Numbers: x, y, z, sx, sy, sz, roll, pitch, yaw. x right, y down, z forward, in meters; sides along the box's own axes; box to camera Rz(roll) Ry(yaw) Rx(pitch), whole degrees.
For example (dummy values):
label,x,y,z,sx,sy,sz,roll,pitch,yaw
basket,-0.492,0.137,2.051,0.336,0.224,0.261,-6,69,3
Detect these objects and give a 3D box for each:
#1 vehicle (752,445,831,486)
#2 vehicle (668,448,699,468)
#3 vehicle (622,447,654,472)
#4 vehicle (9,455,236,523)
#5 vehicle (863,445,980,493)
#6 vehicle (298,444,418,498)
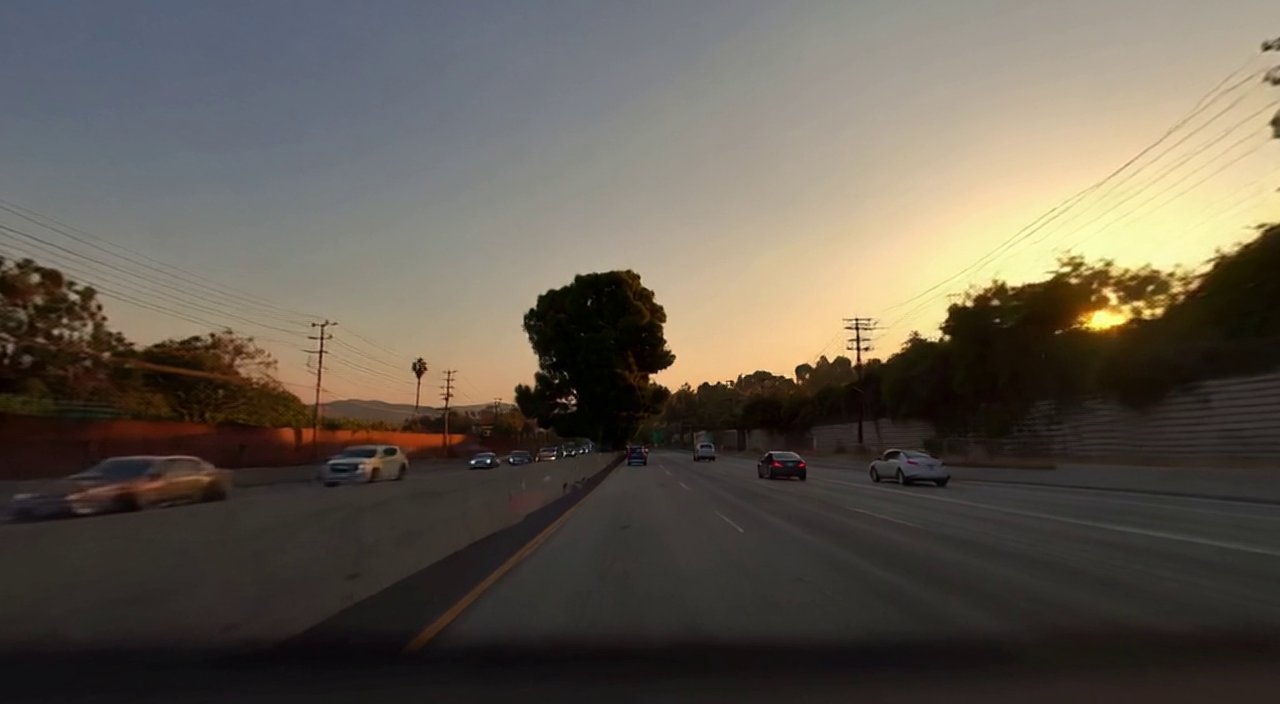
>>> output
label,x,y,z,sx,sy,sz,roll,pitch,yaw
vehicle,6.137,4.649,26.218,2.069,1.520,4.614,0,-9,-1
vehicle,3.289,8.166,48.833,1.981,1.480,4.316,0,-9,-1
vehicle,-0.168,7.038,41.516,1.993,1.506,3.883,0,-9,-1
vehicle,-13.466,3.557,16.958,2.133,1.485,4.644,0,-9,0
vehicle,9.662,4.036,22.176,1.969,1.506,4.422,0,-9,-1
vehicle,-10.099,4.274,23.131,2.288,1.735,4.468,0,-9,0
